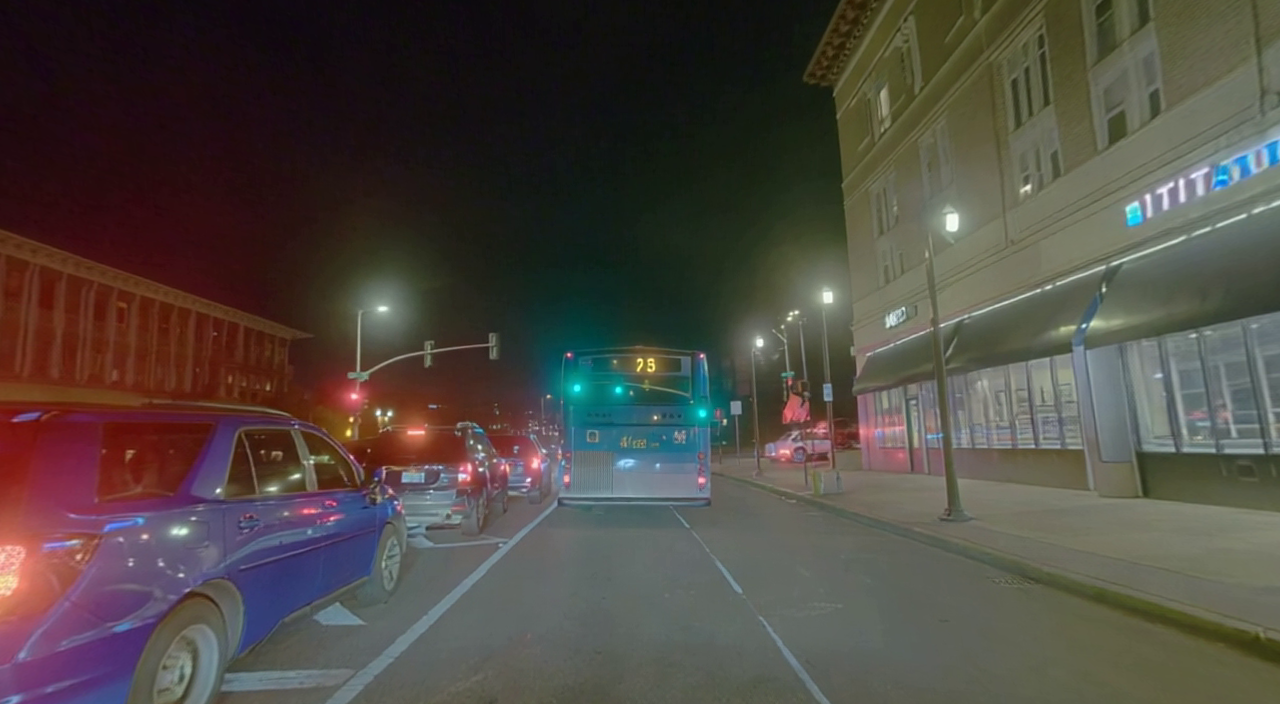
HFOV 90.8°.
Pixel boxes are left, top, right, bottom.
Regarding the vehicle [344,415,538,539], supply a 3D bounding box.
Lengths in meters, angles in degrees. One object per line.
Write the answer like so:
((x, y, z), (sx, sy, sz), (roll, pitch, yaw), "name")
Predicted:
((-3.335, 2.201, 11.778), (2.096, 1.828, 4.669), (0, -8, 0), "vehicle")

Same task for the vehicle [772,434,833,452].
((11.974, 6.730, 46.655), (3.949, 1.337, 1.738), (0, -9, -3), "vehicle")

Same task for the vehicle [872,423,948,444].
((20.163, 6.099, 47.223), (4.827, 1.555, 1.863), (1, -9, -6), "vehicle")

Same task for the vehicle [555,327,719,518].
((-0.288, 1.992, 16.528), (2.938, 3.468, 9.972), (0, -8, -3), "vehicle")

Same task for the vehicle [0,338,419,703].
((-3.212, 1.094, 3.987), (2.020, 1.725, 4.384), (0, -8, 0), "vehicle")
